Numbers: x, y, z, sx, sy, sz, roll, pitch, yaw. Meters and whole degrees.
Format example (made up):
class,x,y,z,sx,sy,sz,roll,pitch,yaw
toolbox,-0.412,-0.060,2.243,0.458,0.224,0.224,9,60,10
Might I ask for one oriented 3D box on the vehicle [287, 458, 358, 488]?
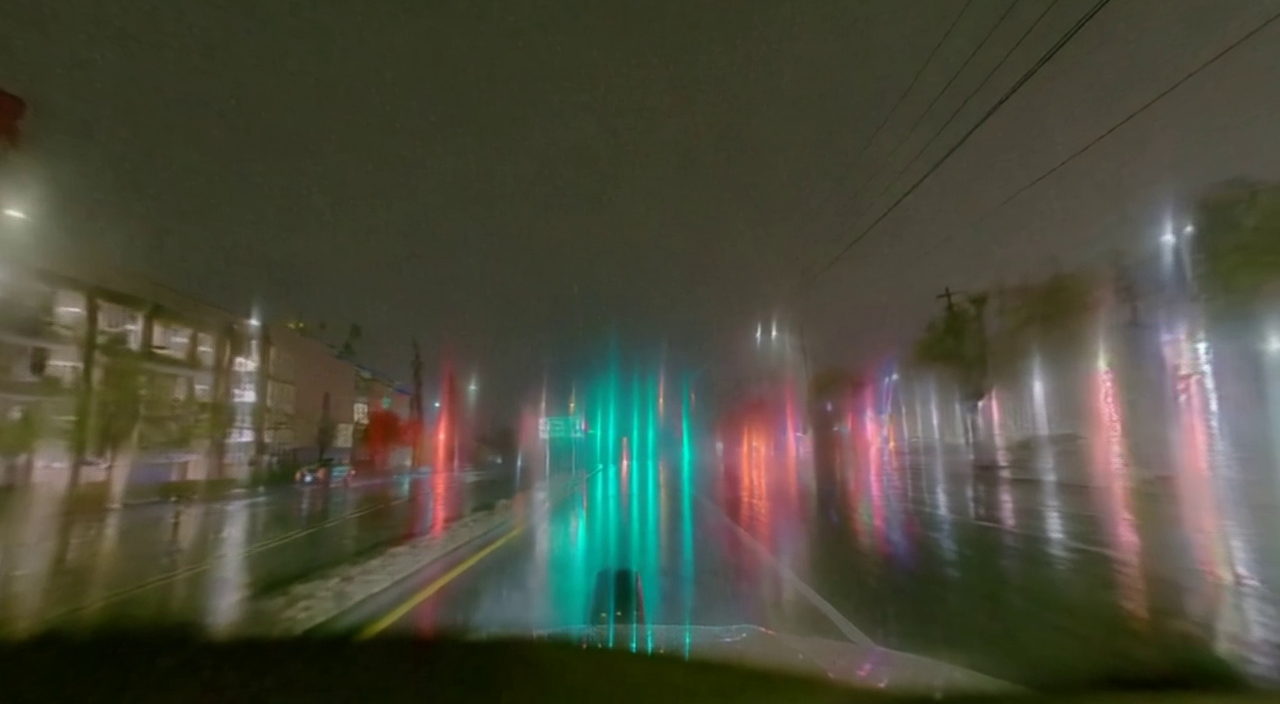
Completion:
class,x,y,z,sx,sy,sz,roll,pitch,yaw
vehicle,-19.211,7.354,38.436,2.010,1.504,4.820,-5,-10,-2
